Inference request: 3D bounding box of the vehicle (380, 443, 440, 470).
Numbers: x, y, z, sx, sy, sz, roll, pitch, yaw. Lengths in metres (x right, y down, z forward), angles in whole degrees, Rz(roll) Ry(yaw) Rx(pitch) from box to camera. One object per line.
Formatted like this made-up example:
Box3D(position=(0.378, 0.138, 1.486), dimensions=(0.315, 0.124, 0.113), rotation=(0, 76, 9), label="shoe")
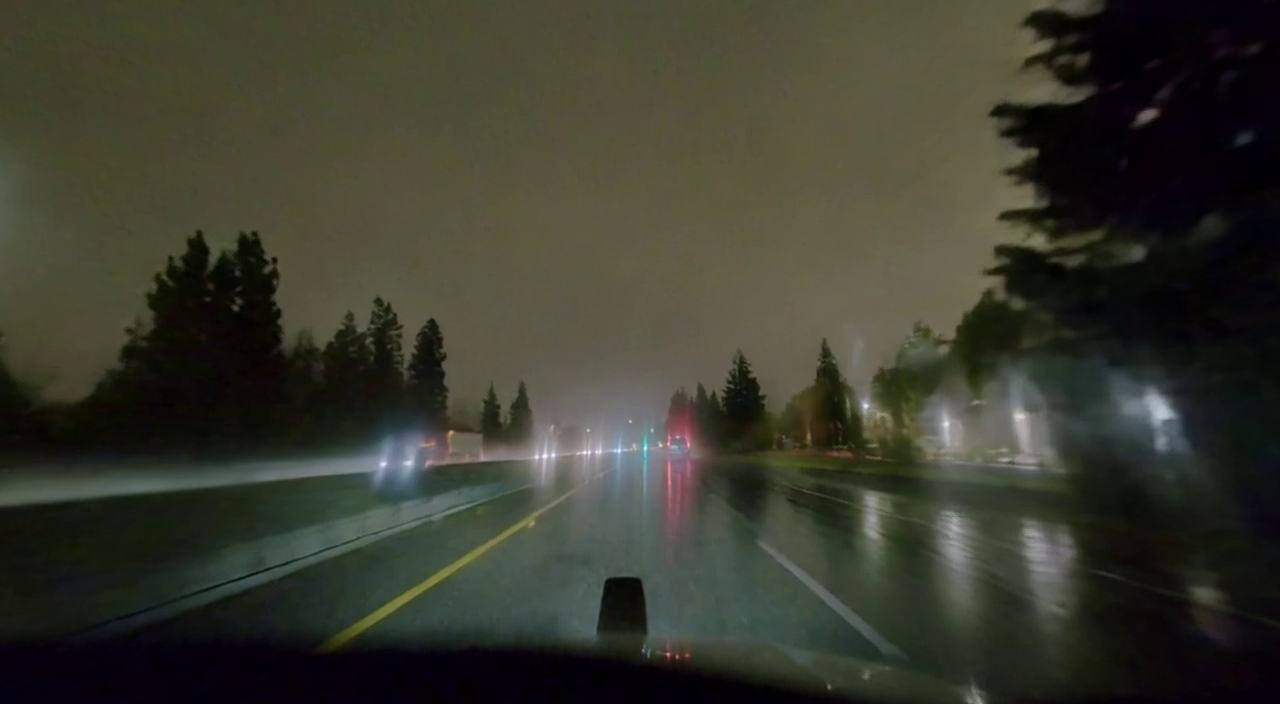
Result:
Box3D(position=(-17.375, 7.933, 47.977), dimensions=(2.203, 1.902, 5.750), rotation=(-1, -9, 2), label="vehicle")
